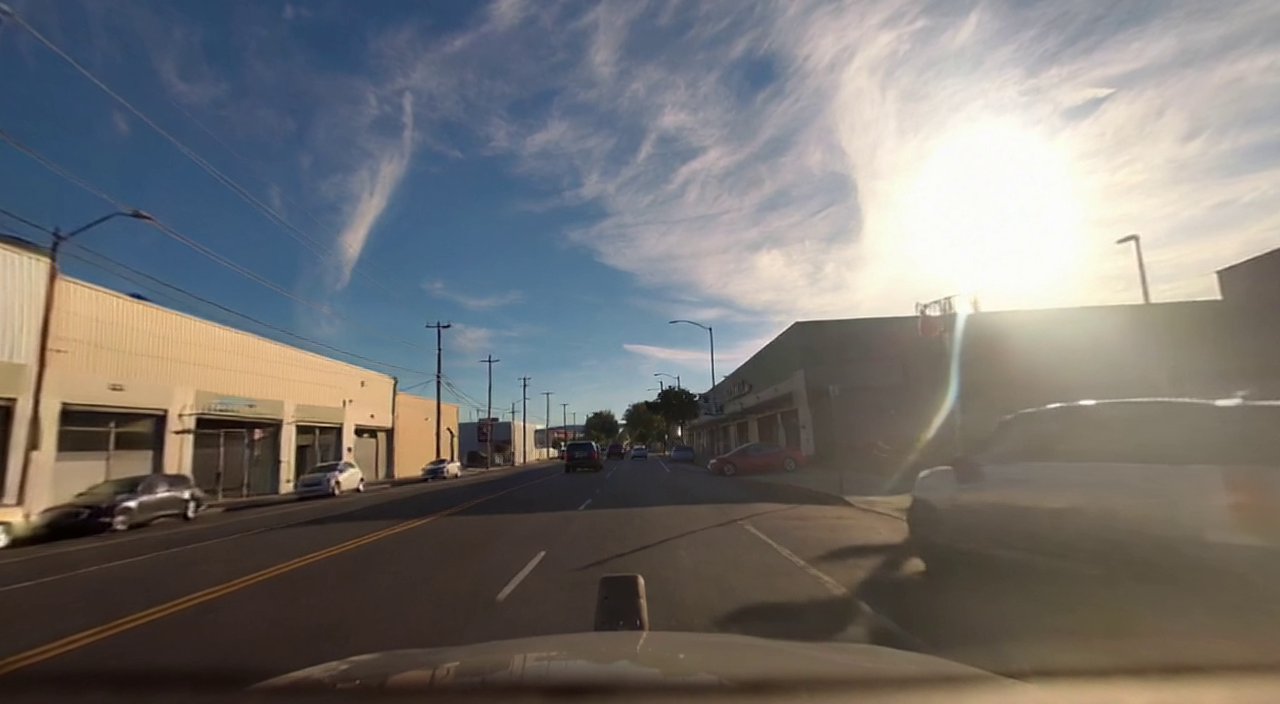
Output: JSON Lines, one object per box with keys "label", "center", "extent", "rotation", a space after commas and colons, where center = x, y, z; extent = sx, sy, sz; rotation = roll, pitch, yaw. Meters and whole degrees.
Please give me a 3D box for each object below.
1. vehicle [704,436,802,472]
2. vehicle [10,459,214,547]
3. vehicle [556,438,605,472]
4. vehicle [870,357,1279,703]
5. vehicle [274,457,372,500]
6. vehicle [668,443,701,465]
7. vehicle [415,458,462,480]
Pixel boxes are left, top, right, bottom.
{"label": "vehicle", "center": [5.357, 4.926, 30.538], "extent": [4.474, 1.632, 2.234], "rotation": [-1, -8, 5]}
{"label": "vehicle", "center": [-15.323, 4.310, 18.772], "extent": [2.081, 1.791, 4.799], "rotation": [-6, -7, -1]}
{"label": "vehicle", "center": [-3.398, 6.028, 37.100], "extent": [2.348, 1.831, 4.737], "rotation": [0, -8, 0]}
{"label": "vehicle", "center": [3.821, 1.166, 4.802], "extent": [2.048, 1.658, 5.559], "rotation": [0, -8, 0]}
{"label": "vehicle", "center": [-15.423, 6.156, 31.130], "extent": [1.966, 1.760, 5.423], "rotation": [-1, -8, 1]}
{"label": "vehicle", "center": [3.265, 7.586, 47.026], "extent": [2.007, 1.558, 4.464], "rotation": [0, -8, -2]}
{"label": "vehicle", "center": [-15.695, 9.086, 49.430], "extent": [2.073, 1.492, 4.687], "rotation": [0, -8, 0]}
